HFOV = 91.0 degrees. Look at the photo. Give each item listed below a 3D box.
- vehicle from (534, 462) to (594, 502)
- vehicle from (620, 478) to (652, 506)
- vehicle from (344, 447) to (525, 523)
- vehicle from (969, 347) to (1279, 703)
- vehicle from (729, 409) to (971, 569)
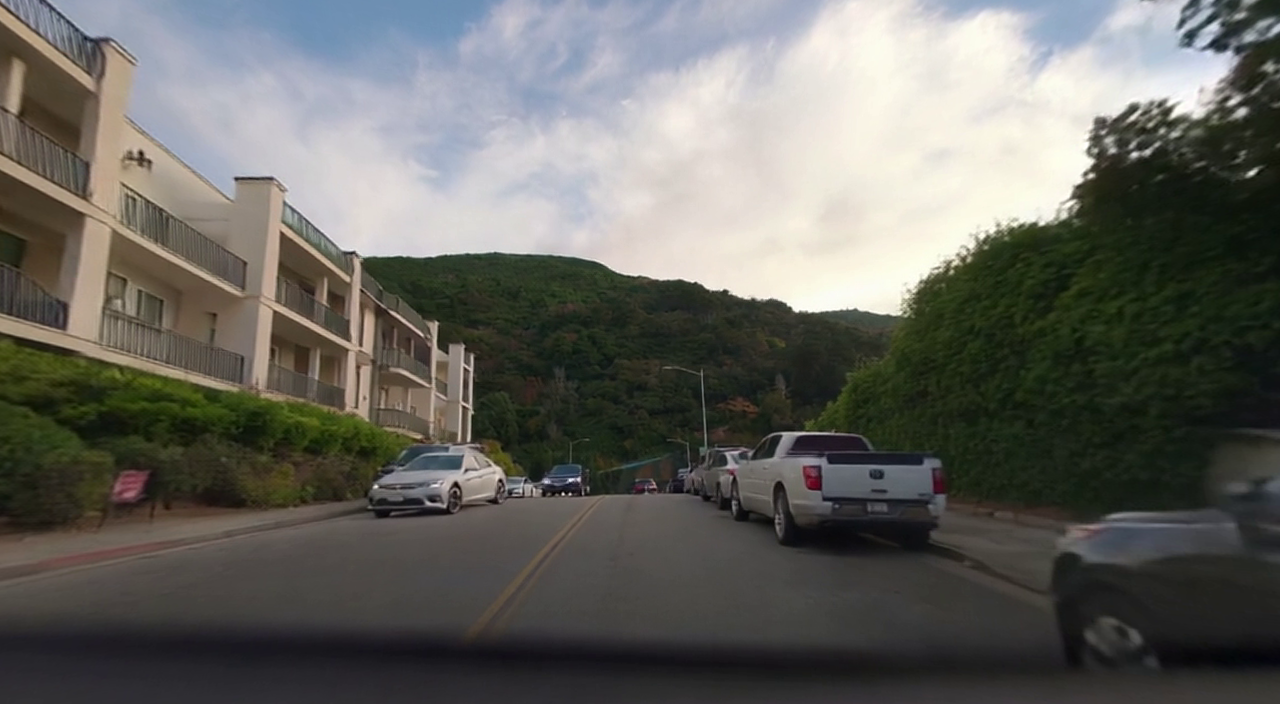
[{"bbox_3d":[-3.360,6.026,28.901,2.102,1.621,4.627,0,-14,1],"label":"vehicle"},{"bbox_3d":[-0.356,10.225,46.052,2.201,1.731,3.854,0,-9,-2],"label":"vehicle"},{"bbox_3d":[-4.548,2.982,14.813,1.856,1.474,4.522,-3,-9,15],"label":"vehicle"},{"bbox_3d":[3.043,0.760,1.586,1.948,1.669,4.242,0,-9,-3],"label":"vehicle"},{"bbox_3d":[2.774,1.951,9.723,2.072,1.830,4.744,0,-9,0],"label":"vehicle"}]
